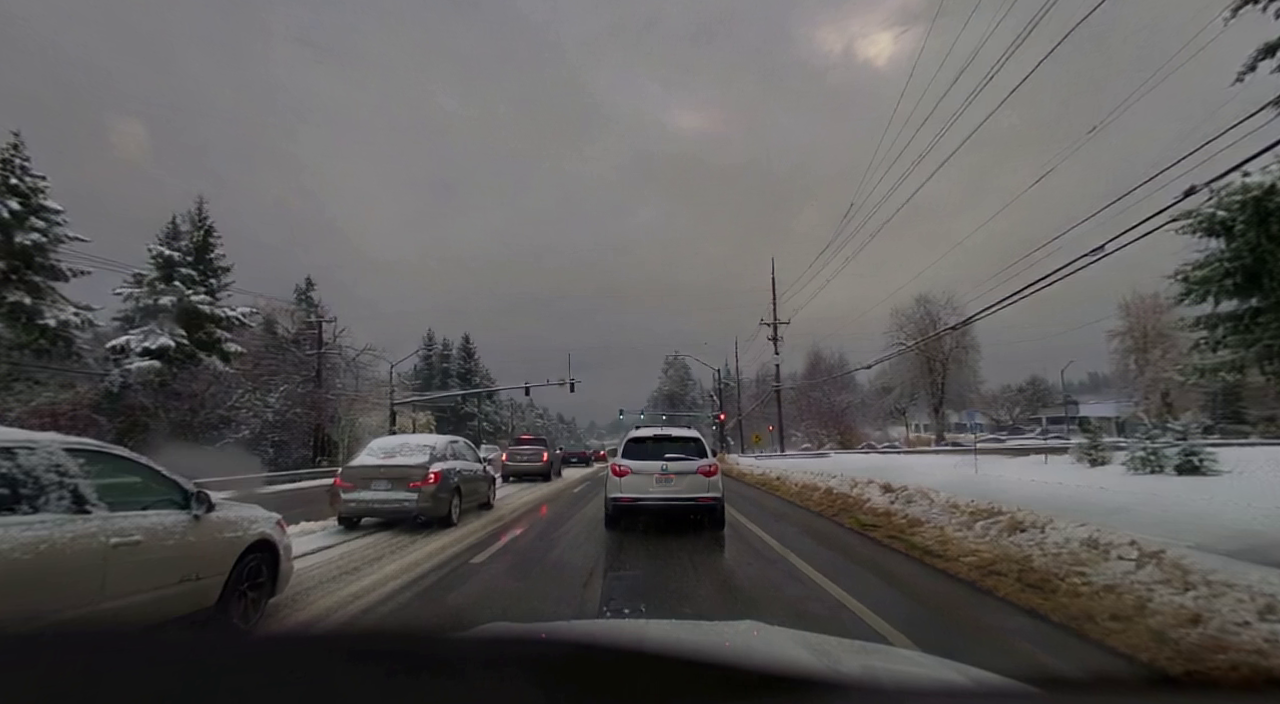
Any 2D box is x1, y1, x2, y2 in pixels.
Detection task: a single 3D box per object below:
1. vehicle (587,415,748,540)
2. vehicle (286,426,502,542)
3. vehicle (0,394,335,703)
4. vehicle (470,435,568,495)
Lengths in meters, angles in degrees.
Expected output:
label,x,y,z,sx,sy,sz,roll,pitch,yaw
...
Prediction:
label,x,y,z,sx,sy,sz,roll,pitch,yaw
vehicle,0.414,2.028,10.700,2.205,1.691,3.937,0,-9,1
vehicle,-3.809,2.115,10.680,1.999,1.563,4.007,0,-9,1
vehicle,-3.676,0.983,2.974,2.051,1.488,4.806,0,-9,0
vehicle,-3.577,3.450,19.552,2.018,1.621,4.441,-1,-9,2
